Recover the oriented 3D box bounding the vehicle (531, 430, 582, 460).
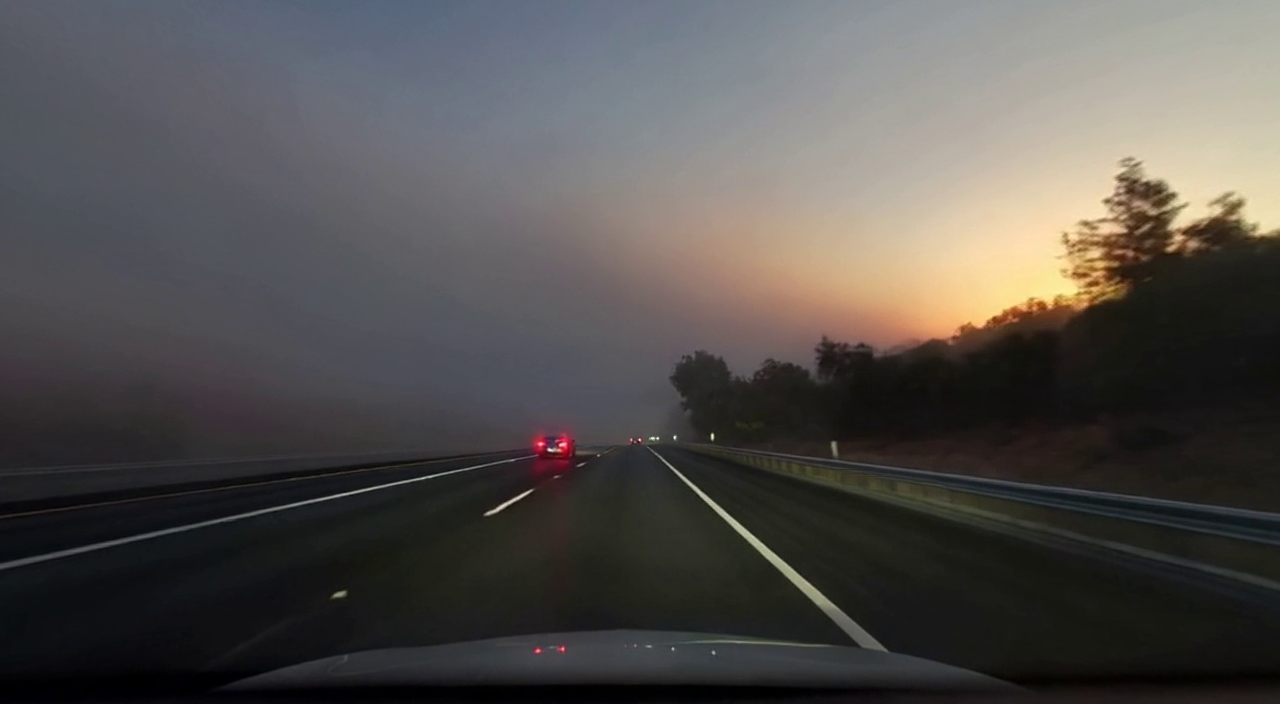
[{"bbox_3d":[-4.546,5.134,34.884,2.149,1.532,4.905,0,-8,0],"label":"vehicle"}]
